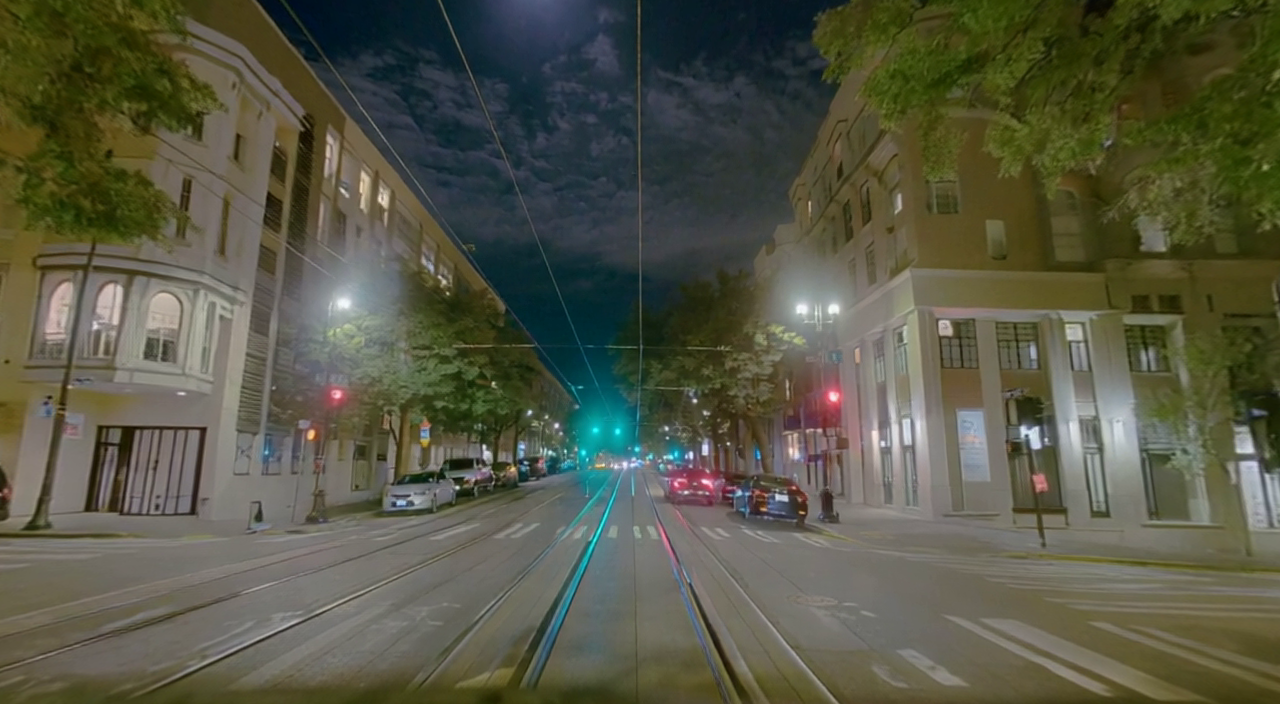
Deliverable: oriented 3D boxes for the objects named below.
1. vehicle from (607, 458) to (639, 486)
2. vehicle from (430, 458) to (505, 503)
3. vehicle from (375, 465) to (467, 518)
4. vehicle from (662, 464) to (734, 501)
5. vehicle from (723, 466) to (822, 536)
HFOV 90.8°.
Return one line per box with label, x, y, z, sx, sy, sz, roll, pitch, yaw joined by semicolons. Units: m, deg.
vehicle;-1.078;7.719;40.764;1.966;1.600;3.494;0;-8;0
vehicle;-7.425;5.574;27.689;1.861;1.751;4.550;1;-10;2
vehicle;-7.443;4.799;21.889;1.779;1.588;3.953;2;-12;-1
vehicle;2.742;6.253;30.551;1.984;1.571;3.404;4;-9;-25
vehicle;3.844;4.388;19.114;1.929;1.723;4.134;0;-8;-2
